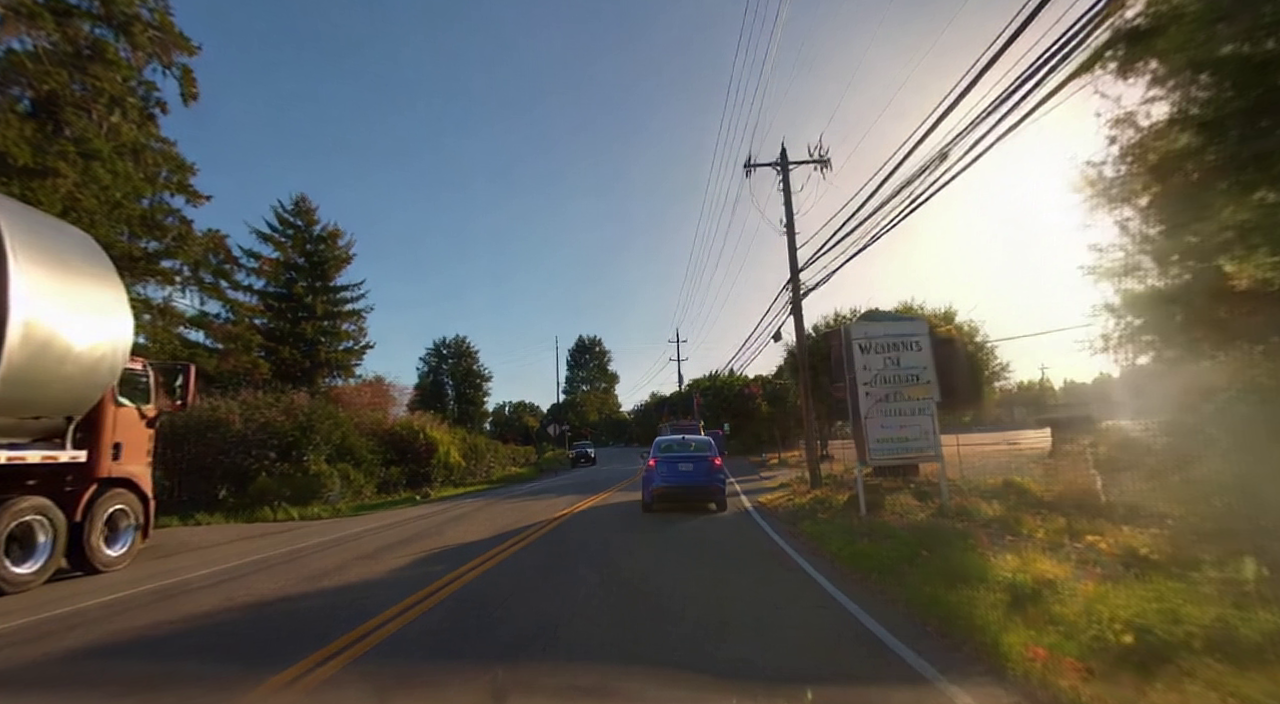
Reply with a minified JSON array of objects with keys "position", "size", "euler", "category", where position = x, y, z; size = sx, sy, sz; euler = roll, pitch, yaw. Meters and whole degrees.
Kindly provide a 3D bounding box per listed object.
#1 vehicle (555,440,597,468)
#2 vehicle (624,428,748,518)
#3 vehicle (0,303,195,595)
[{"position":[-5.077,7.895,48.938],"size":[2.668,1.981,5.575],"euler":[2,-9,-12],"category":"vehicle"},{"position":[0.808,2.307,12.475],"size":[2.081,1.503,3.726],"euler":[0,-8,1],"category":"vehicle"},{"position":[-8.594,1.075,5.493],"size":[3.395,3.071,7.634],"euler":[-7,-6,6],"category":"vehicle"}]
